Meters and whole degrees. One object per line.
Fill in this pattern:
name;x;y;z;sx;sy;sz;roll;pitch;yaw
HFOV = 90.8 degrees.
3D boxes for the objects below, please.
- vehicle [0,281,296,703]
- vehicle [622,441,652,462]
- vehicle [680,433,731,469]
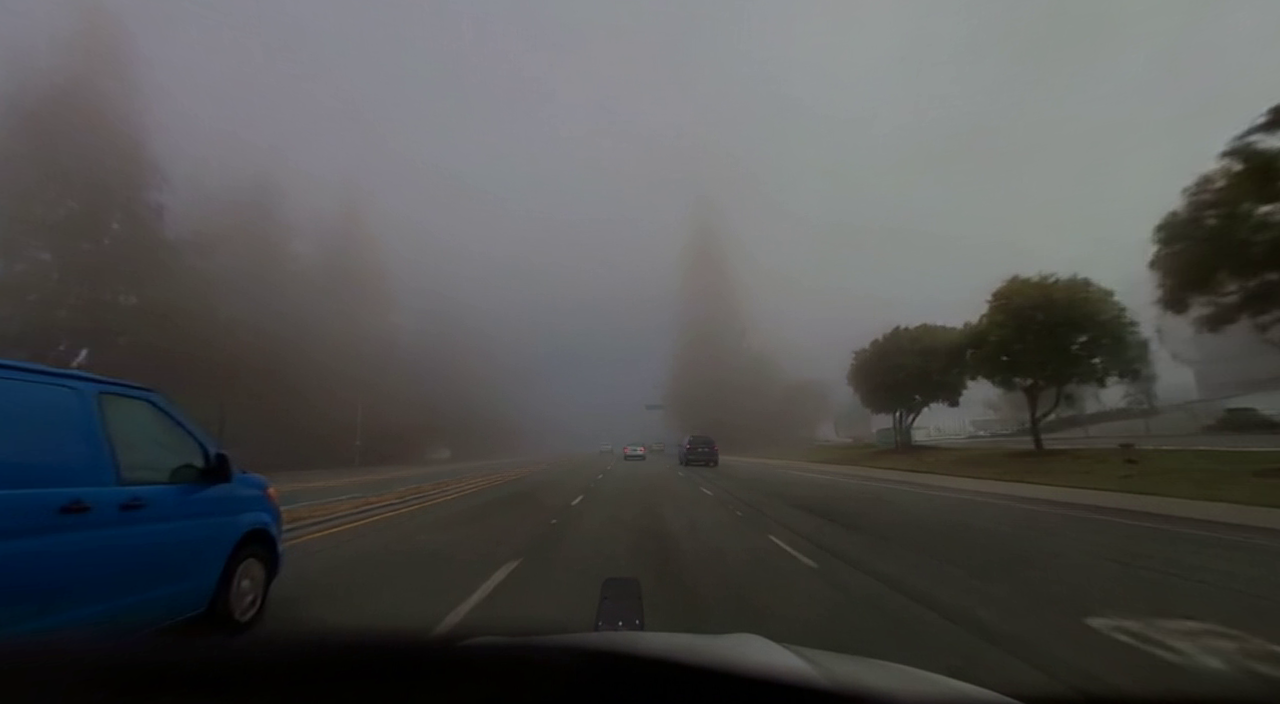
vehicle;-3.481;0.611;2.007;2.075;1.863;4.744;0;-9;0
vehicle;-0.263;7.089;45.201;2.039;1.455;3.826;0;-9;-1
vehicle;3.429;5.307;33.975;2.181;1.781;4.257;0;-9;-1
